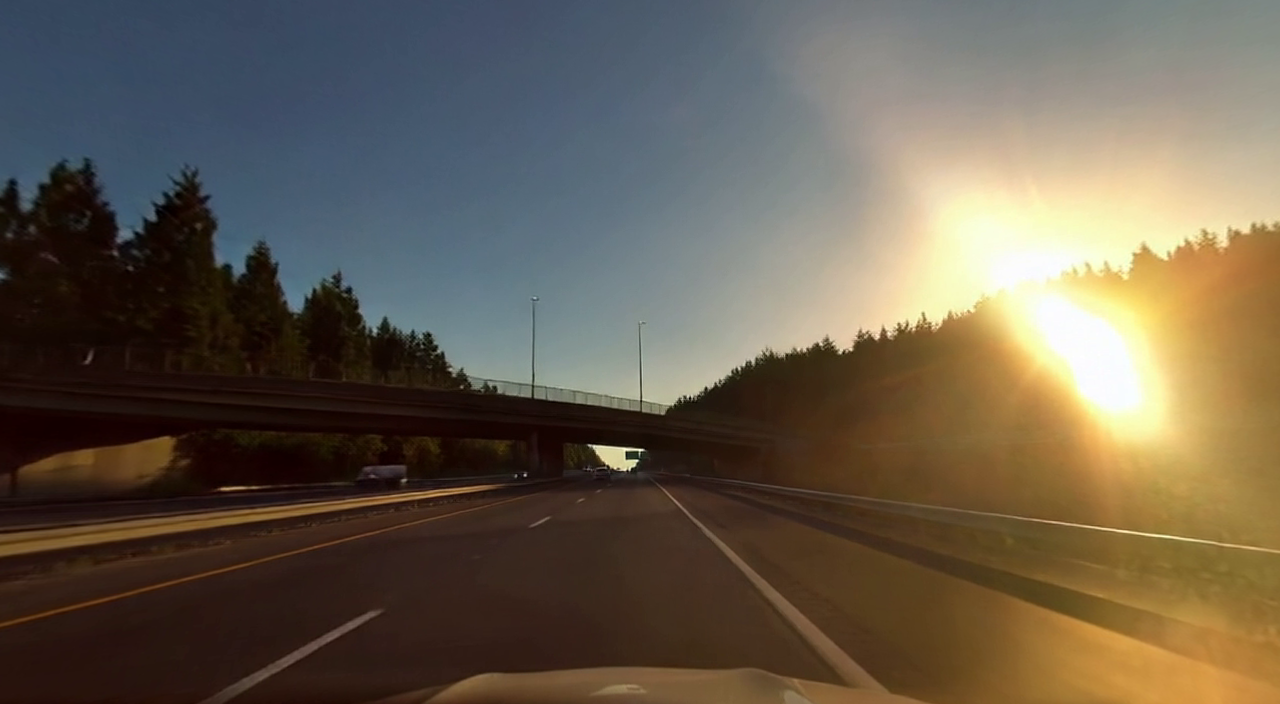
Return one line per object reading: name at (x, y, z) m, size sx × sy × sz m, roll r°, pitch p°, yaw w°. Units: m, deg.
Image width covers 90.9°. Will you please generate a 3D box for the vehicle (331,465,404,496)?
vehicle at (-15.491, 7.308, 36.145) m, size 2.132 × 1.603 × 4.583 m, roll 1°, pitch -10°, yaw 0°
